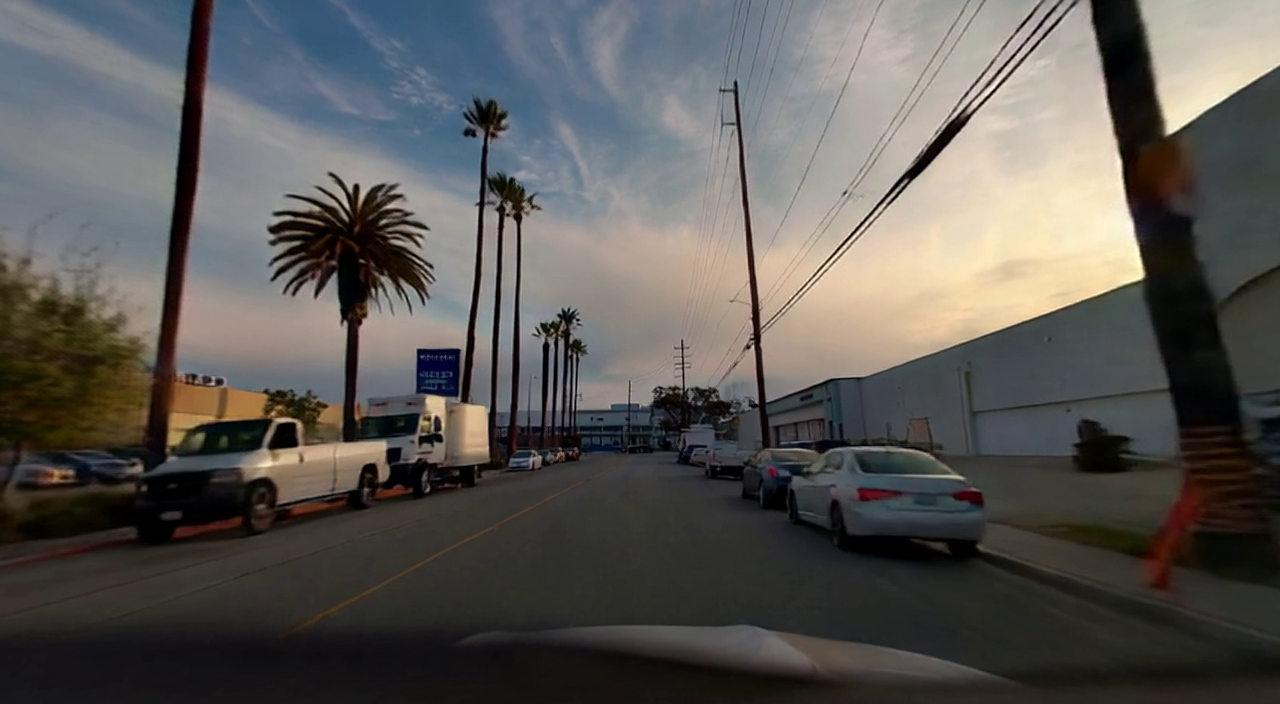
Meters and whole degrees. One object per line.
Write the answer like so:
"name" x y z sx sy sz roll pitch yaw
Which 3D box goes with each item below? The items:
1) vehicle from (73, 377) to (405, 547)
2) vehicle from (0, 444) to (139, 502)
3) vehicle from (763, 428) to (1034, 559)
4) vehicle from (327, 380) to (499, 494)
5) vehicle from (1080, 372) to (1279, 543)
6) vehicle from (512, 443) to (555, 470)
"vehicle" -8.101 2.370 14.325 2.845 2.738 7.208 -3 -8 0
"vehicle" -17.131 3.288 17.402 4.890 1.483 2.055 0 -9 1
"vehicle" 3.563 2.061 10.043 2.246 1.533 4.971 0 -9 1
"vehicle" -7.704 3.127 22.945 2.941 3.418 7.738 -1 -9 3
"vehicle" 9.017 1.443 9.307 2.325 1.877 5.987 -6 -9 17
"vehicle" -7.057 6.965 42.369 1.936 1.632 4.145 -3 -8 3
